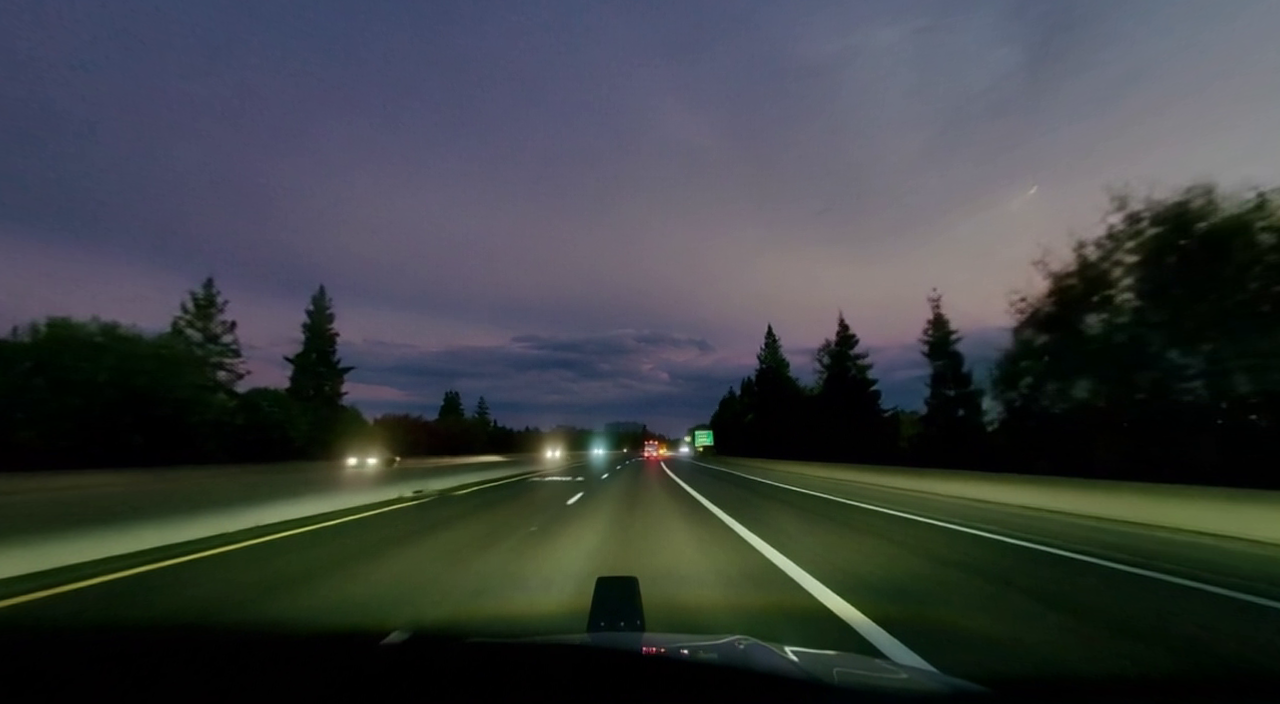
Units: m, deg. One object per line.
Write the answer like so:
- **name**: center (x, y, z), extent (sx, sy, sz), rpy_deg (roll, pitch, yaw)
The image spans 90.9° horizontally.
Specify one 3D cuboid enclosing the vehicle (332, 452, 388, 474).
- **vehicle**: center (-19.296, 7.658, 43.687), extent (1.807, 1.472, 4.370), rpy_deg (0, -9, 1)
